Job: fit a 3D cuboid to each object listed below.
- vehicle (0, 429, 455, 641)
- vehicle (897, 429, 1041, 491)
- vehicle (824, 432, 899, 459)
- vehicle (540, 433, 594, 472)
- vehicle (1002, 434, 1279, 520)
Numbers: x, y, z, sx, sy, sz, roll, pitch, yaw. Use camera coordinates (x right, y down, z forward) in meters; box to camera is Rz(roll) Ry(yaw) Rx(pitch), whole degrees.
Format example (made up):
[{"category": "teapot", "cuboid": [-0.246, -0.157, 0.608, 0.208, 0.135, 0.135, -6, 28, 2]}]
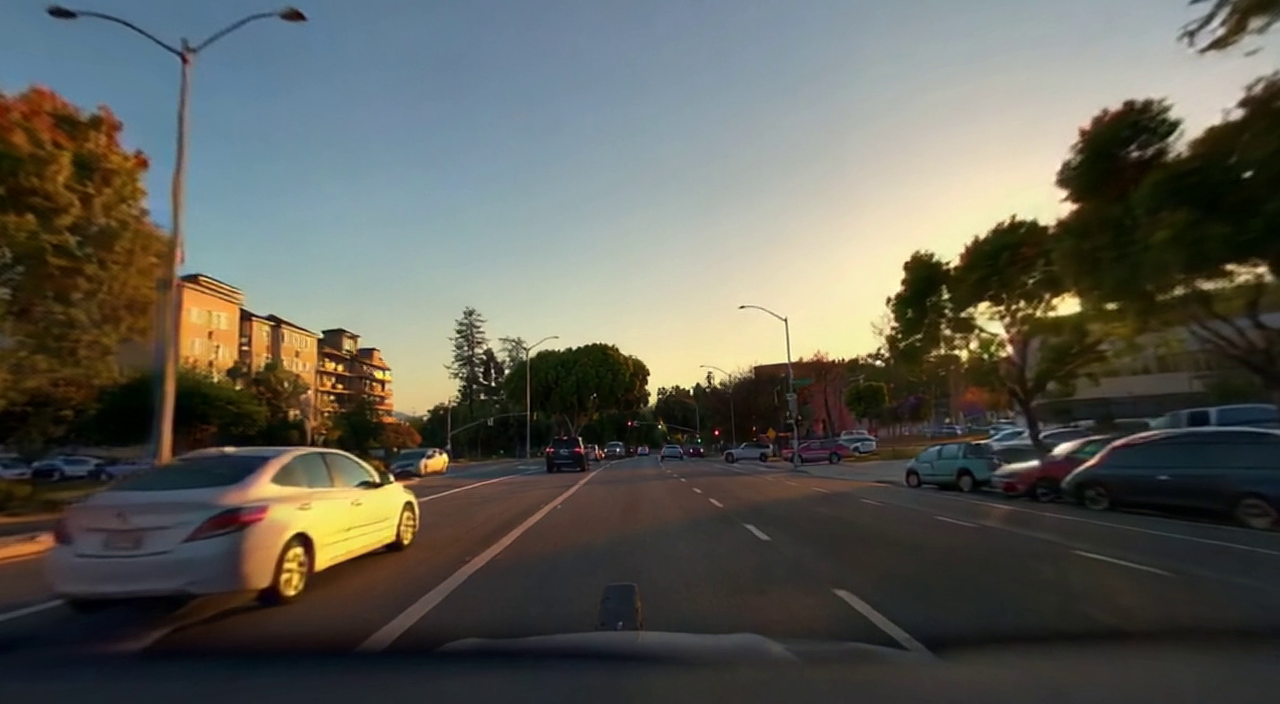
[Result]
[{"category": "vehicle", "cuboid": [-3.673, 1.595, 6.657, 2.144, 1.447, 4.421, 0, -8, -1]}, {"category": "vehicle", "cuboid": [9.898, 3.271, 19.488, 1.992, 1.664, 4.246, 0, -8, -2]}, {"category": "vehicle", "cuboid": [15.096, 6.409, 43.262, 4.399, 1.722, 2.202, -1, -8, 9]}, {"category": "vehicle", "cuboid": [-3.733, 5.255, 33.312, 2.220, 1.888, 4.904, 0, -8, 1]}, {"category": "vehicle", "cuboid": [9.947, 2.433, 12.974, 2.045, 1.418, 4.869, 0, -8, -1]}]
